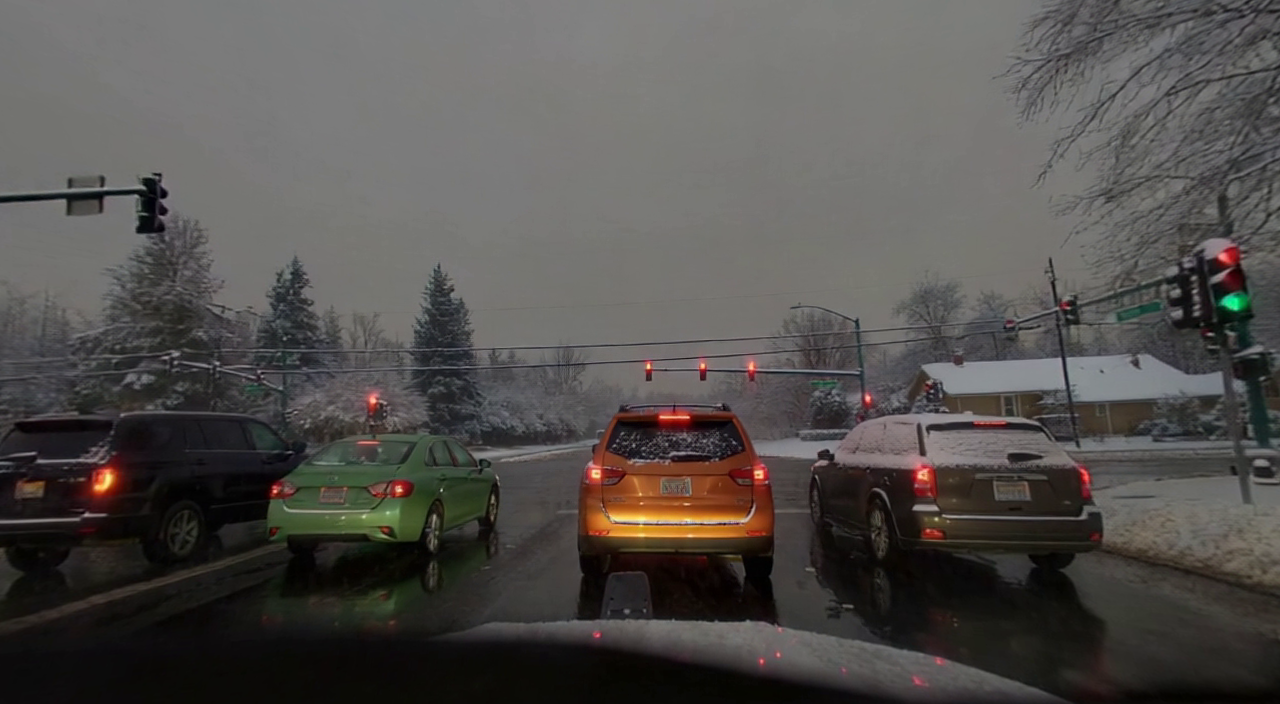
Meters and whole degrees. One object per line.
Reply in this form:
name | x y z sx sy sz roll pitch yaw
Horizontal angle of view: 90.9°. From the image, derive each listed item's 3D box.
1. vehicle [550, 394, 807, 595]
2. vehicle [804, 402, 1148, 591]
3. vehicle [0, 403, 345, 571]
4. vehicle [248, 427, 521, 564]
vehicle | 0.403 1.530 7.580 2.198 1.708 4.170 0 -8 2
vehicle | 3.538 1.599 7.830 2.047 1.638 4.395 -1 -8 4
vehicle | -6.639 1.818 9.304 2.075 1.796 4.785 0 -8 2
vehicle | -3.233 1.891 9.138 1.885 1.475 4.359 -1 -8 4
